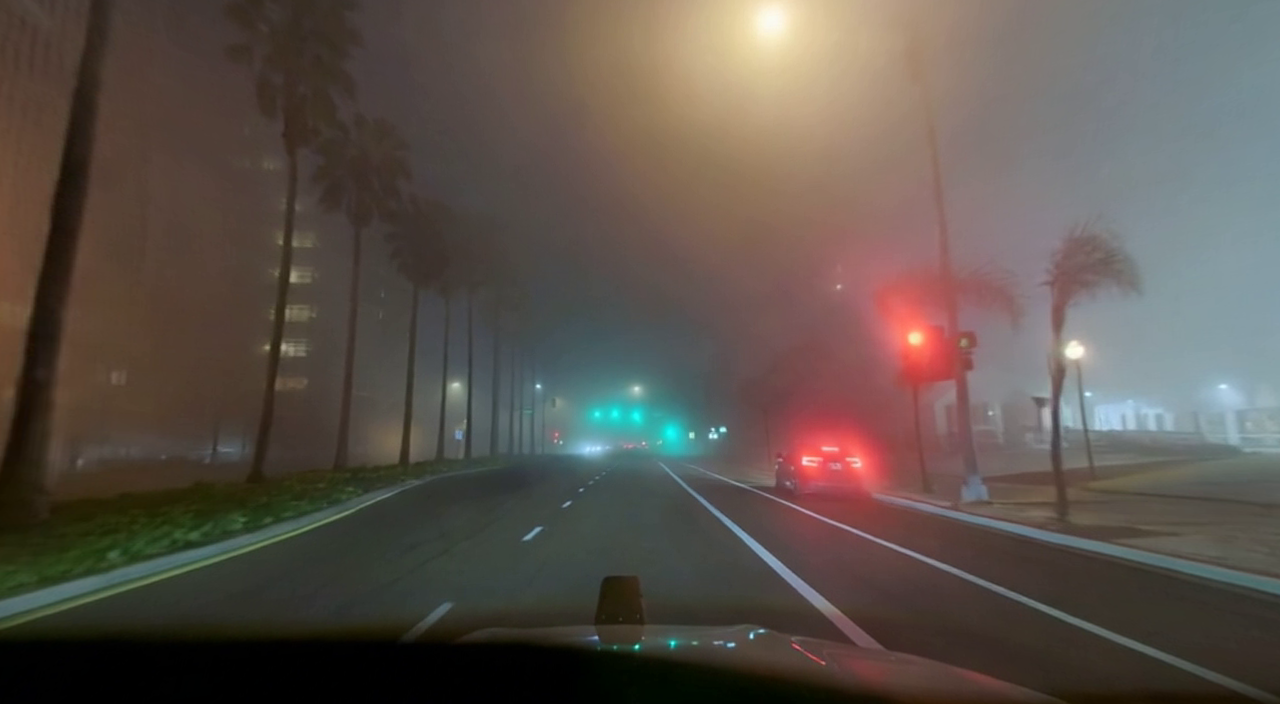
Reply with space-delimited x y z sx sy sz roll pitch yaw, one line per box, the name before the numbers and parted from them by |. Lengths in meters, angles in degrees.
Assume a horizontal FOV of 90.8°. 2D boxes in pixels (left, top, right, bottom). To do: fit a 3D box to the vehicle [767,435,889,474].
vehicle | 8.513 4.697 29.024 4.871 1.708 2.144 0 -9 -2
